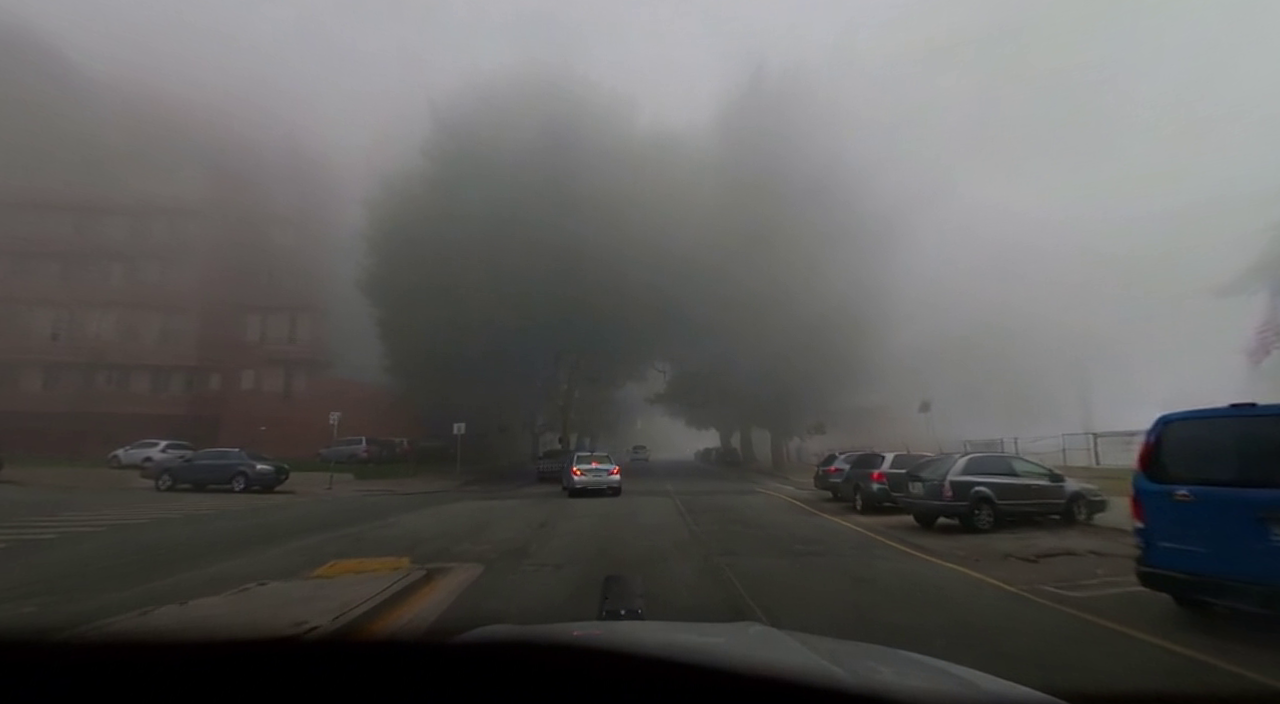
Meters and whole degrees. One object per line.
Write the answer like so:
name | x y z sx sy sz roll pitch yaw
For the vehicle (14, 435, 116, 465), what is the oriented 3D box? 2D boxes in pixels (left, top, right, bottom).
vehicle | -31.828 5.416 35.019 3.915 1.574 1.850 0 -9 3

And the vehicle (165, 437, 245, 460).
vehicle | -31.930 7.089 46.444 4.410 1.611 1.880 0 -8 -1

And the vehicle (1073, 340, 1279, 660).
vehicle | 6.709 1.190 5.596 5.385 2.146 2.143 4 -9 -25

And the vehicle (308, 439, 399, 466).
vehicle | -18.392 6.481 40.684 4.892 1.679 1.927 1 -9 -6

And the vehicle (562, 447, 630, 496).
vehicle | -1.522 3.996 21.578 2.065 1.450 4.522 1 -8 -4

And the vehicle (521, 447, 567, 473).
vehicle | -6.025 6.831 40.266 2.049 1.490 4.501 0 -8 2

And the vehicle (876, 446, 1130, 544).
vehicle | 6.523 2.437 11.377 4.097 1.476 1.864 4 -9 -25
